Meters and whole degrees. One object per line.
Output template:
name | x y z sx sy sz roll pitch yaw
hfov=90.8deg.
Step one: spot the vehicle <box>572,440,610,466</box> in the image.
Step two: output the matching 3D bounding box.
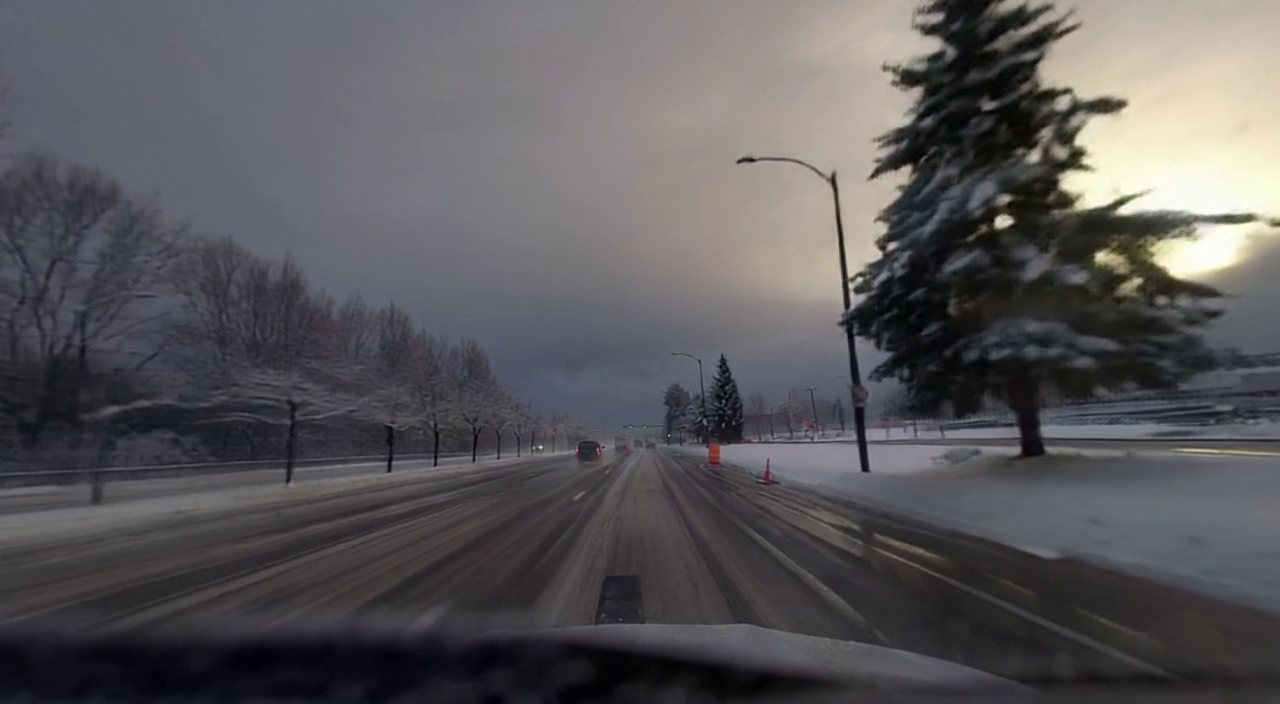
vehicle | -3.170 6.647 41.776 2.121 1.654 3.993 0 -8 1
